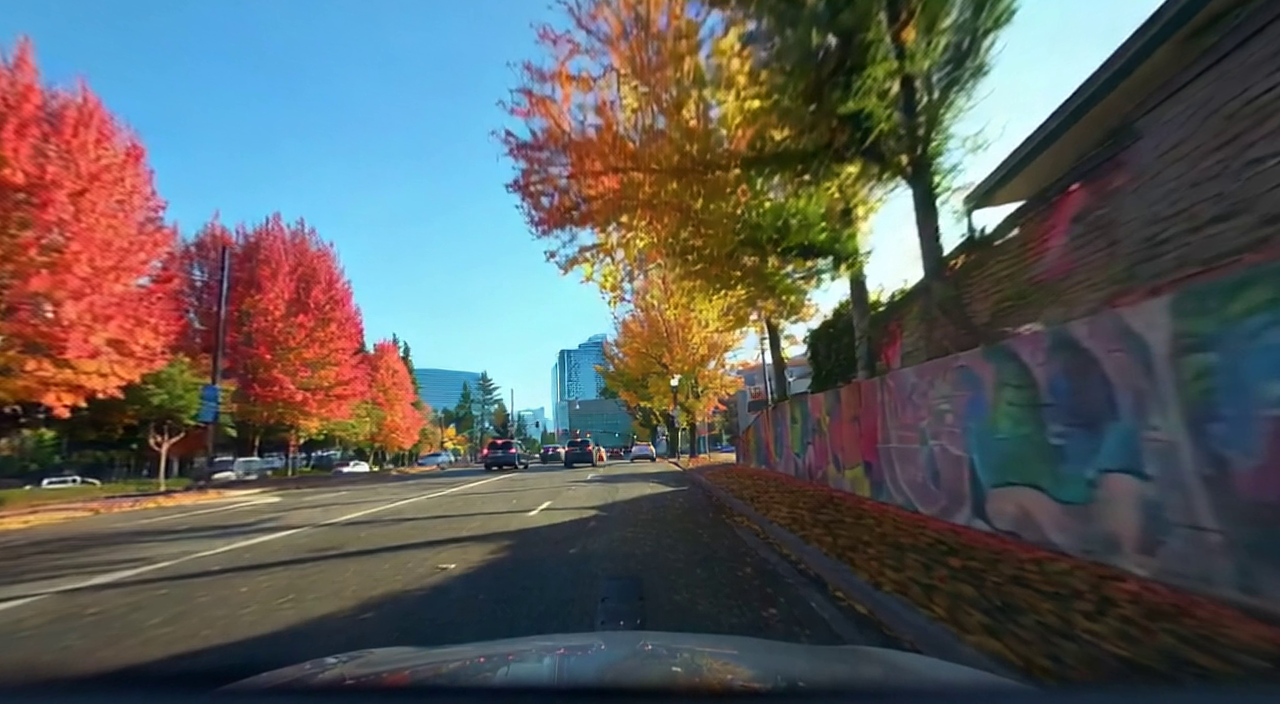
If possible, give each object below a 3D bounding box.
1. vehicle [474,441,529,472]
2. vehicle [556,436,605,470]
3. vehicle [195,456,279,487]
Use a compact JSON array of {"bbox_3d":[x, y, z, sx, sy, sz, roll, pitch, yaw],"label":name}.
[{"bbox_3d":[-7.532,5.738,34.681,1.932,1.596,4.247,0,-9,1],"label":"vehicle"},{"bbox_3d":[-3.194,5.553,34.697,2.165,1.663,4.513,0,-9,1],"label":"vehicle"},{"bbox_3d":[-23.675,7.017,37.176,1.955,1.631,4.469,0,-9,0],"label":"vehicle"}]
